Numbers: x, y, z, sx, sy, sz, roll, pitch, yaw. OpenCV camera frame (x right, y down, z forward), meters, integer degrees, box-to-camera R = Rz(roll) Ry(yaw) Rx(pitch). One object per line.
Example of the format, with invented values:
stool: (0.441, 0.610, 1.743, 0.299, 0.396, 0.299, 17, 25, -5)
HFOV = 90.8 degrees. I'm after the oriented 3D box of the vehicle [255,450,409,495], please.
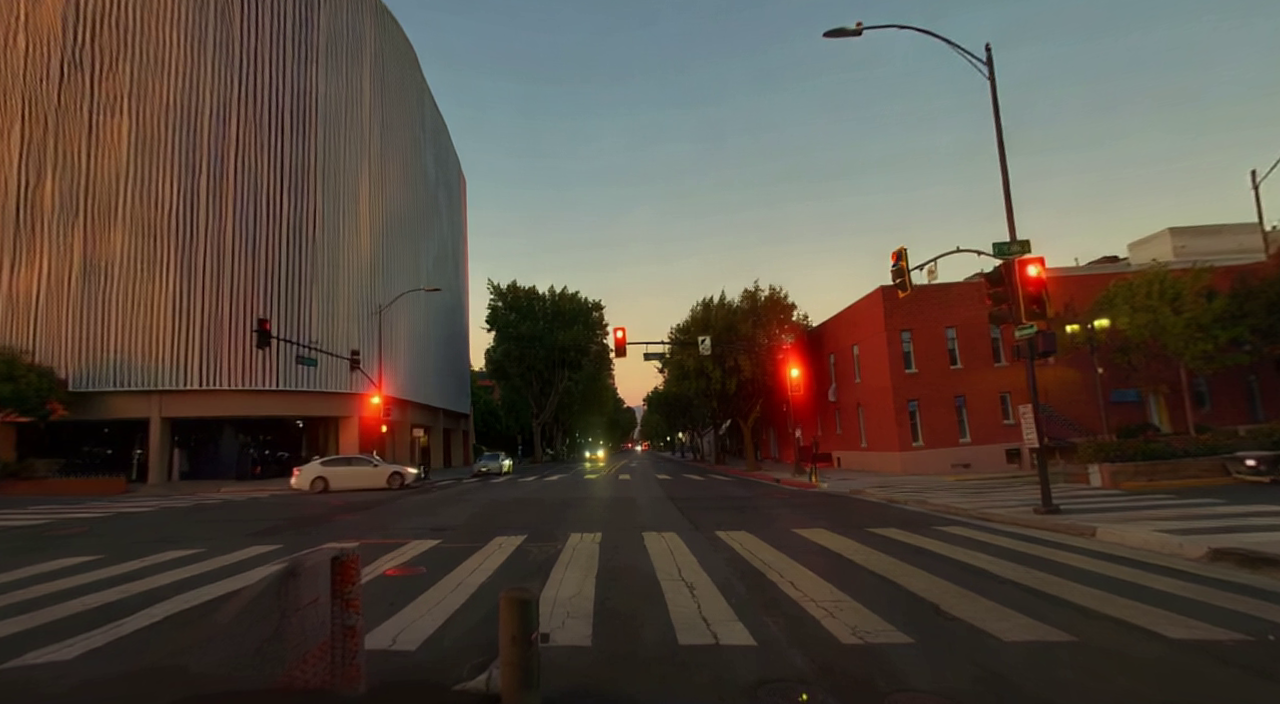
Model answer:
vehicle: (-11.222, 4.350, 23.253, 4.833, 1.452, 2.088, 4, -9, -27)
